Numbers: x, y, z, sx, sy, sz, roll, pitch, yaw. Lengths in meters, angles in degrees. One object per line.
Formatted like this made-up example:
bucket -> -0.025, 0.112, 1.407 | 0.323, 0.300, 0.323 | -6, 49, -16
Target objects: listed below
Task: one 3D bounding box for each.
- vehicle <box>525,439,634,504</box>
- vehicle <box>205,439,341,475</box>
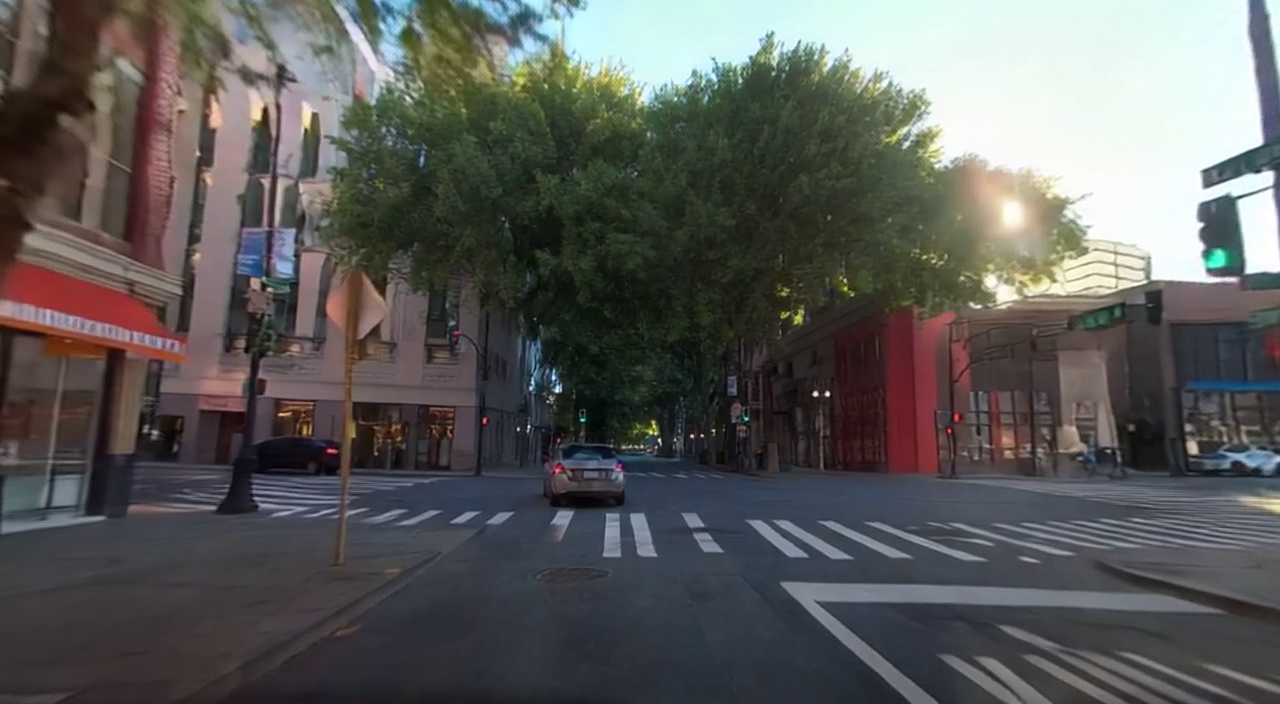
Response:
vehicle -> -1.795, 3.154, 17.169 | 2.106, 1.482, 4.459 | 2, -9, -16
vehicle -> -15.511, 4.448, 26.862 | 4.627, 1.468, 1.871 | -1, -9, 3
